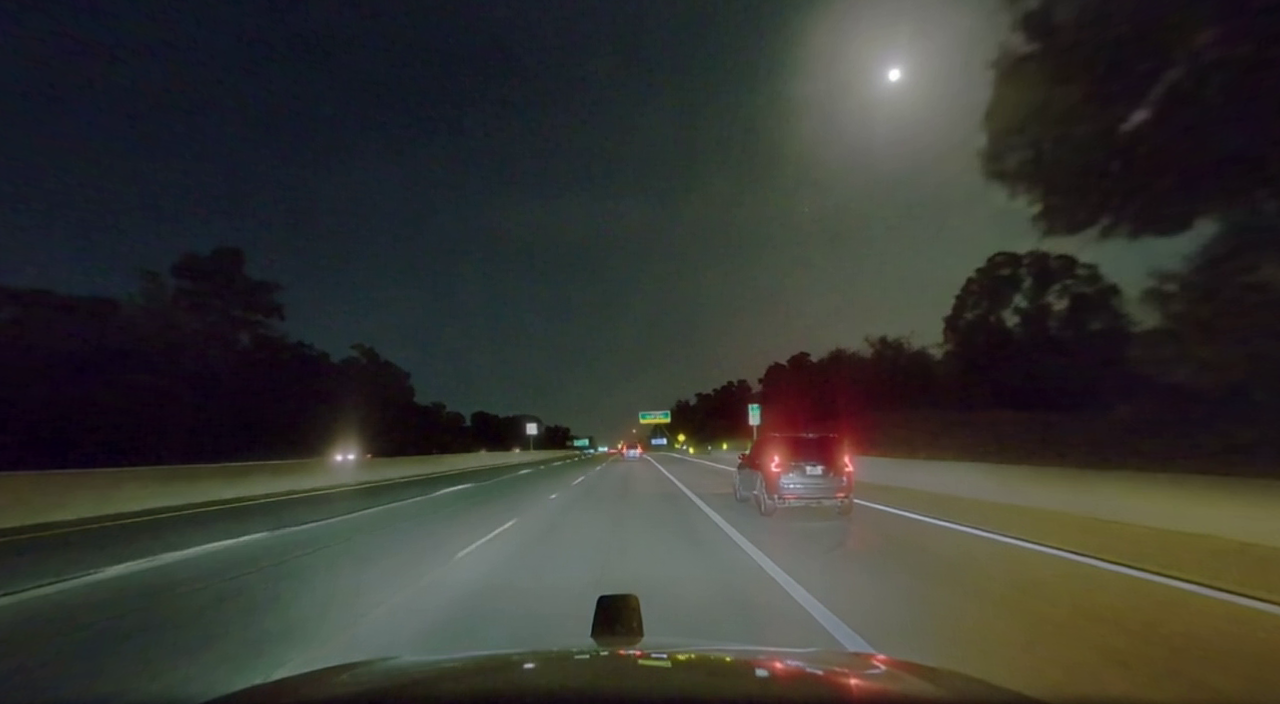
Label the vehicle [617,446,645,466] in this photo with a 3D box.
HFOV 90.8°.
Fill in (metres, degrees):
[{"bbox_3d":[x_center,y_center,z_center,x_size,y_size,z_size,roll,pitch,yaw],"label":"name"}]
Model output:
[{"bbox_3d":[-0.737,8.075,49.243,2.080,1.468,3.884,0,-9,-1],"label":"vehicle"}]
